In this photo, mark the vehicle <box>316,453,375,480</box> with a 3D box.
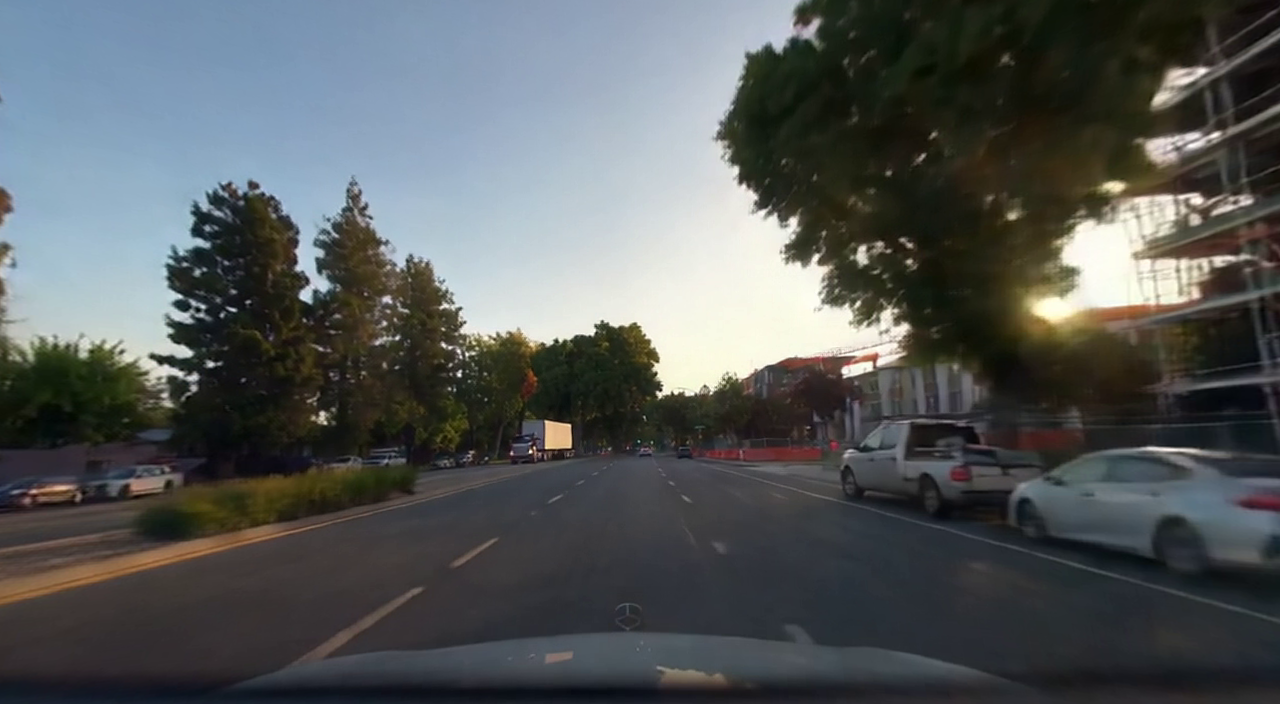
[{"bbox_3d":[-21.706,8.464,46.485,2.168,1.800,4.603,0,-8,-1],"label":"vehicle"}]

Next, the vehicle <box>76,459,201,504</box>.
[{"bbox_3d":[-22.730,5.836,28.737,2.006,1.755,4.476,0,-8,0],"label":"vehicle"}]

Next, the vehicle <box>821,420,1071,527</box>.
[{"bbox_3d":[6.434,2.662,14.602,2.513,1.890,6.666,0,-8,0],"label":"vehicle"}]

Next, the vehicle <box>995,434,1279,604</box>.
[{"bbox_3d":[6.467,1.734,7.372,1.860,1.467,4.576,0,-8,-1],"label":"vehicle"}]

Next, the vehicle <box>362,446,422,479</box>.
[{"bbox_3d":[-18.376,8.129,46.777,2.154,1.987,5.836,-5,-7,-2],"label":"vehicle"}]

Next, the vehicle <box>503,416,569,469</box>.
[{"bbox_3d":[-7.485,6.794,46.879,3.032,3.524,9.640,0,-8,2],"label":"vehicle"}]

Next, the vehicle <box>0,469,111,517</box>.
[{"bbox_3d":[-22.761,5.193,23.497,1.862,1.458,4.701,0,-8,-2],"label":"vehicle"}]
